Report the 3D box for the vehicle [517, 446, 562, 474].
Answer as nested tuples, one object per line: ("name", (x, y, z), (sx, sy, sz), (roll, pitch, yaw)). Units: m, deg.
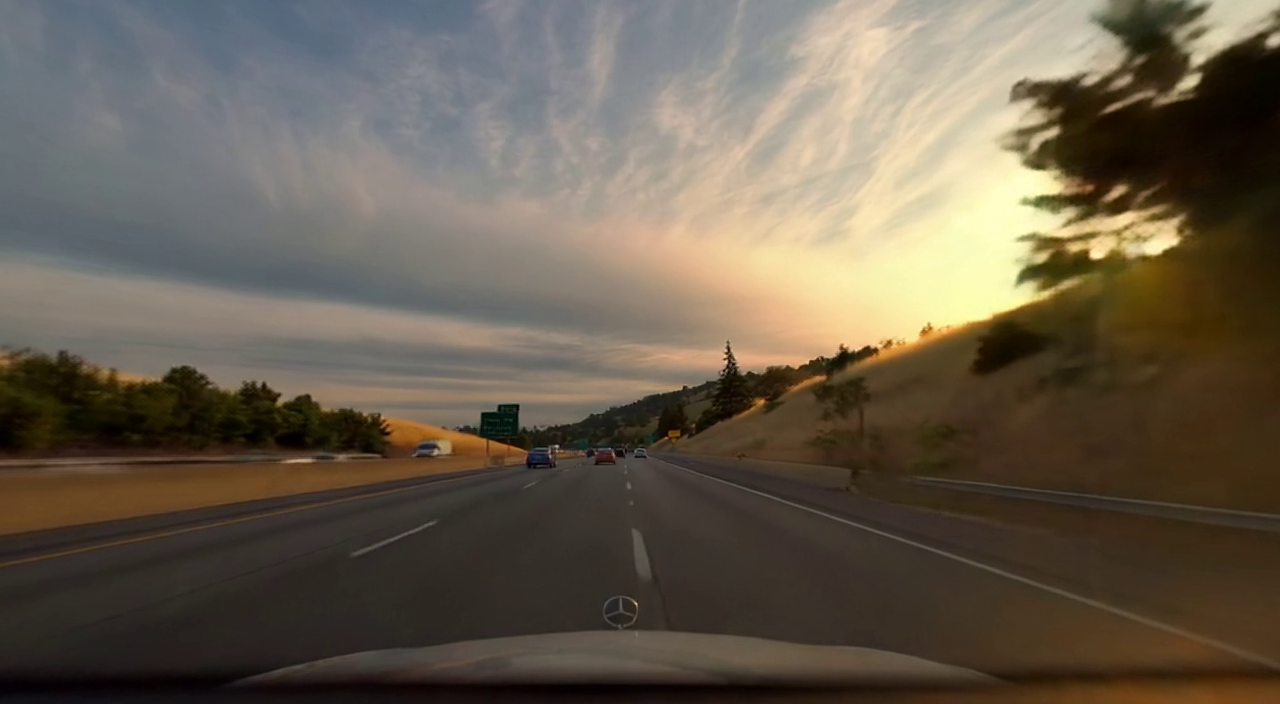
("vehicle", (-5.942, 6.459, 37.648), (2.028, 1.563, 4.734), (0, -9, -1))
